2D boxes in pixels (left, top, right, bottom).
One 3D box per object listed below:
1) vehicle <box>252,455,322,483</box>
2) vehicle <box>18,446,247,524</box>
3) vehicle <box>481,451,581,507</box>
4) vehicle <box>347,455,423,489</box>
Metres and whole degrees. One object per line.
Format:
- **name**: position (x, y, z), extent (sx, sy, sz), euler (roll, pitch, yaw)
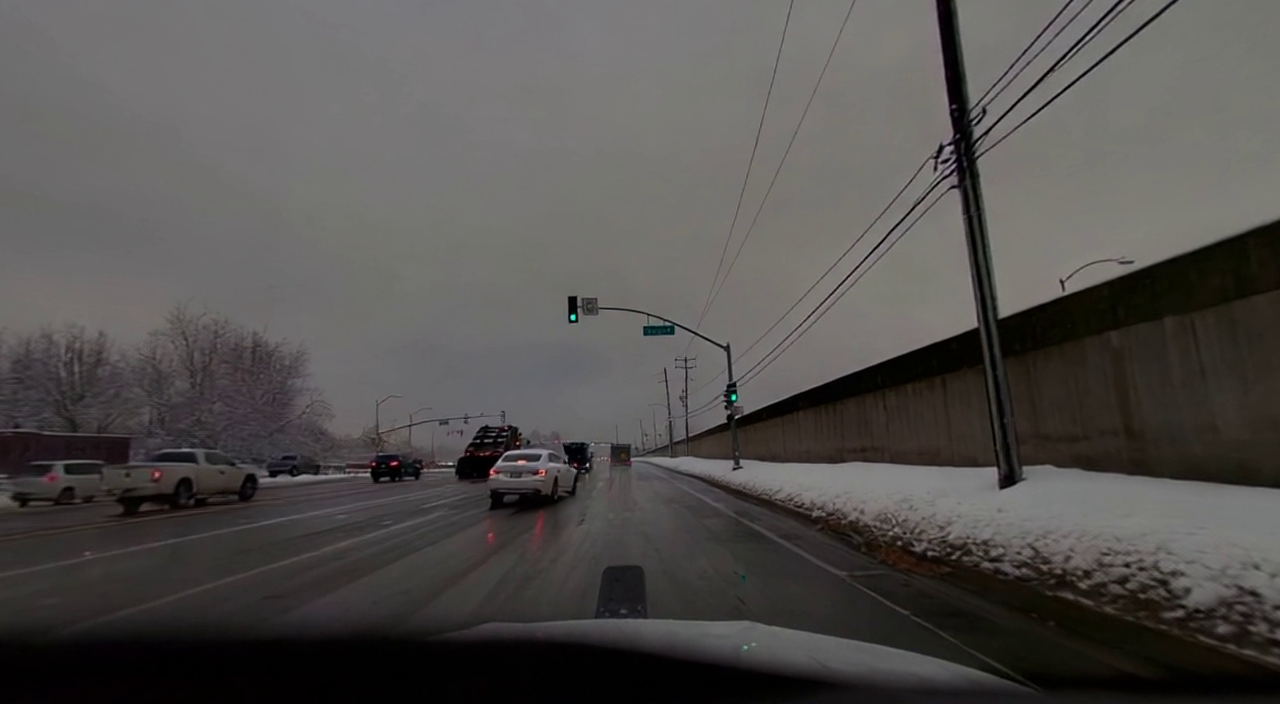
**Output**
- **vehicle**: position (-23.594, 7.812, 42.409), extent (1.891, 1.696, 4.613), euler (-1, -8, 2)
- **vehicle**: position (-13.248, 3.440, 17.014), extent (2.096, 1.773, 4.751), euler (-1, -9, 2)
- **vehicle**: position (-3.231, 3.897, 19.866), extent (2.019, 1.480, 4.966), euler (-1, -8, 3)
- **vehicle**: position (-12.557, 5.922, 31.405), extent (1.905, 1.492, 4.151), euler (-1, -8, 2)
